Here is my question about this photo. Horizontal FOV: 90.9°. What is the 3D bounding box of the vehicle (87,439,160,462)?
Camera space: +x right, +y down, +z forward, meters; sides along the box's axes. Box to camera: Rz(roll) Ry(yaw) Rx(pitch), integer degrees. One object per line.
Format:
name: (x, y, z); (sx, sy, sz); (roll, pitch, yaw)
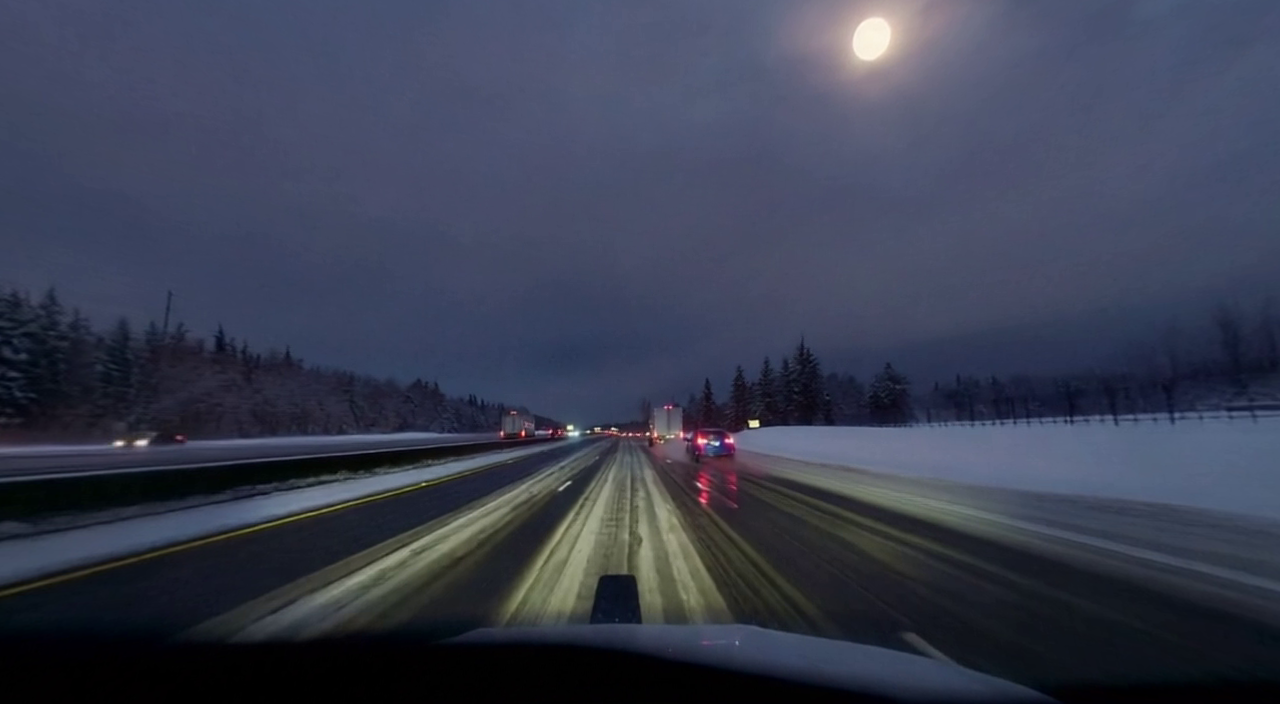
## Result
vehicle: (-35.740, 6.790, 43.741); (1.742, 1.435, 4.017); (0, -8, -2)

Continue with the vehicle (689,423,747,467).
vehicle: (3.645, 4.452, 30.334); (2.076, 1.914, 4.287); (0, -8, -3)
